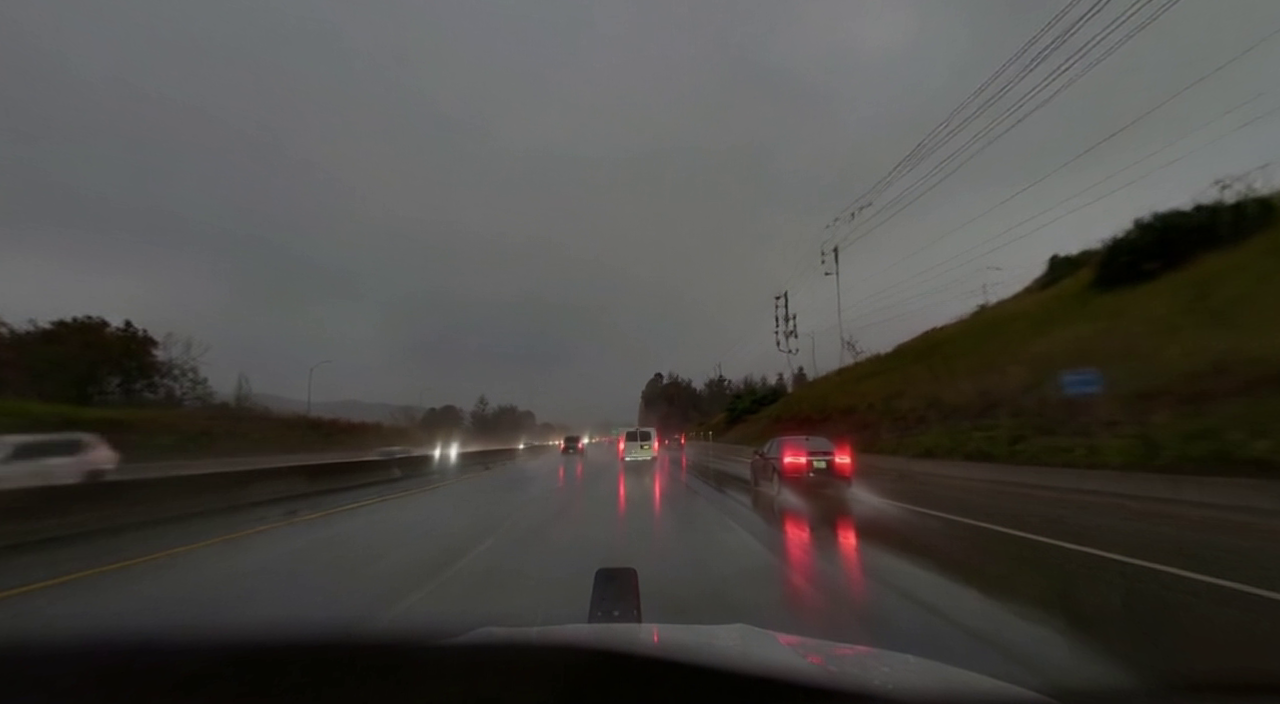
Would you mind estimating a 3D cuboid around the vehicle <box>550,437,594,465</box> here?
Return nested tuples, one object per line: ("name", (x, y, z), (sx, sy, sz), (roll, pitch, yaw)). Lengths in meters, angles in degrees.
("vehicle", (-3.872, 5.721, 36.790), (2.093, 1.517, 4.648), (0, -8, -1))

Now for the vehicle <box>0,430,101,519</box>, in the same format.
("vehicle", (-15.357, 2.712, 13.917), (2.338, 1.946, 5.183), (0, -8, -1))

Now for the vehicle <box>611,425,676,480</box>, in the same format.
("vehicle", (0.079, 3.610, 22.985), (2.159, 1.811, 4.238), (0, -8, -1))

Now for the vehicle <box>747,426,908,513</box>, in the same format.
("vehicle", (3.821, 2.448, 13.849), (1.923, 1.562, 4.691), (0, -8, -2))

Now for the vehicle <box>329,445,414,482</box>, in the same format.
("vehicle", (-12.039, 5.011, 28.657), (1.929, 1.465, 4.604), (0, -8, -1))
